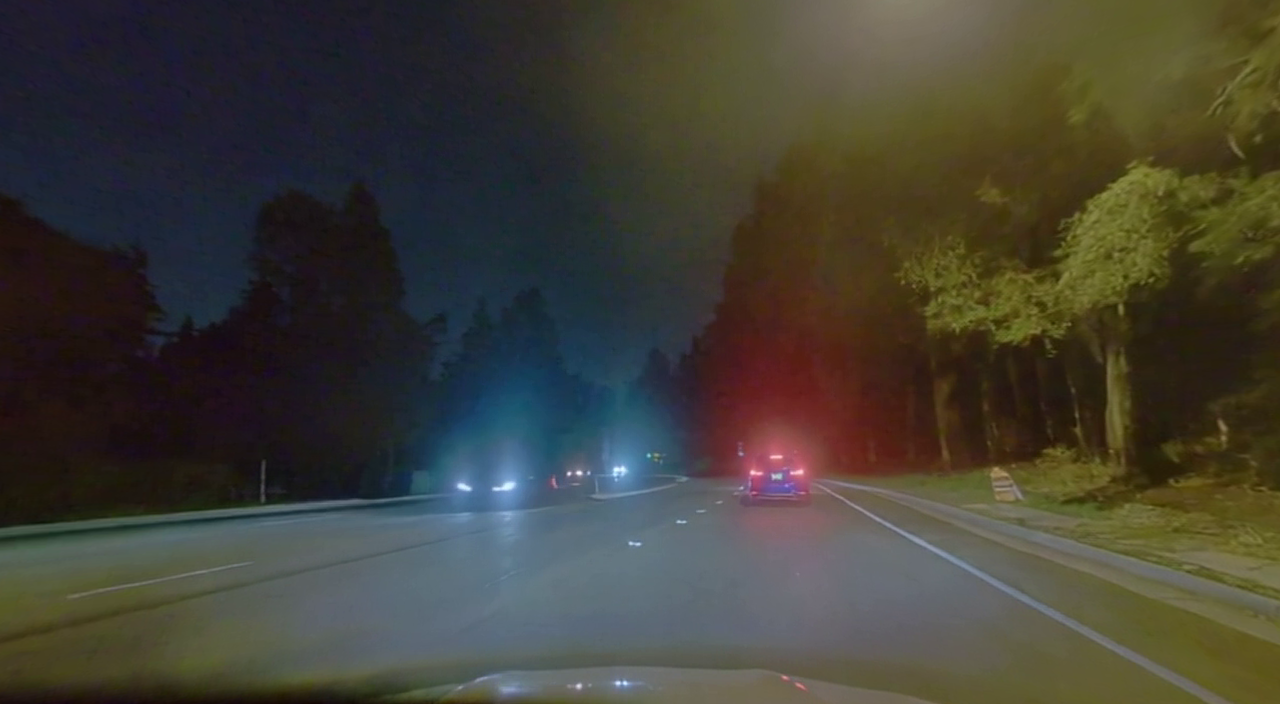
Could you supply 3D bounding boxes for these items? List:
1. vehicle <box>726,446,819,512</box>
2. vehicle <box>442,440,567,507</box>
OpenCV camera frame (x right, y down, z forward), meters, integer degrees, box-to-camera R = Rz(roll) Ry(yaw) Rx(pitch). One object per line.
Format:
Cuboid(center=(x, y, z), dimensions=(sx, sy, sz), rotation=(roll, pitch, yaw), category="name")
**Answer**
Cuboid(center=(3.590, 3.369, 17.226), dimensions=(2.148, 1.521, 4.089), rotation=(-2, -8, 11), category="vehicle")
Cuboid(center=(-4.327, 3.970, 21.225), dimensions=(2.150, 1.927, 5.209), rotation=(-2, -8, 12), category="vehicle")
